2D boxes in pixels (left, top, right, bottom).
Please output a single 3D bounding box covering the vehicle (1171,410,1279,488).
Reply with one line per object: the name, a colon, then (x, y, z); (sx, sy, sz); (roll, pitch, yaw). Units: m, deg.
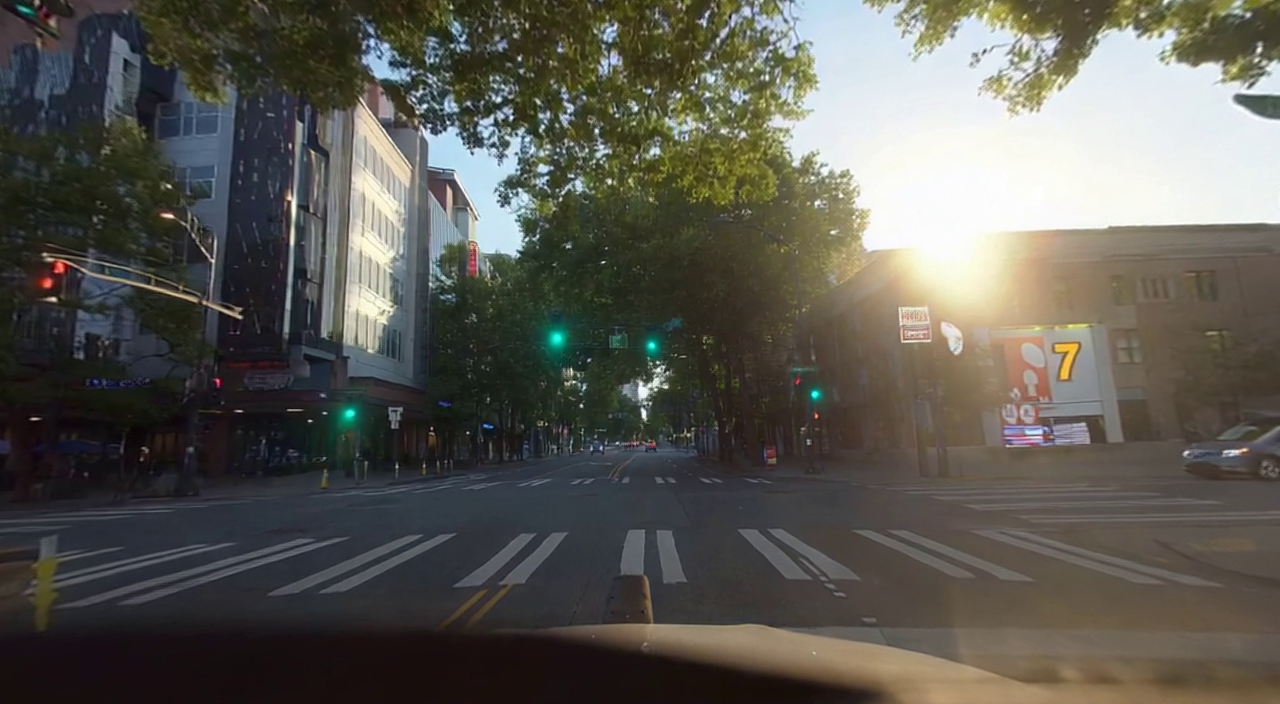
vehicle: (16.624, 2.408, 15.761); (4.836, 1.795, 1.957); (0, -8, 0)
